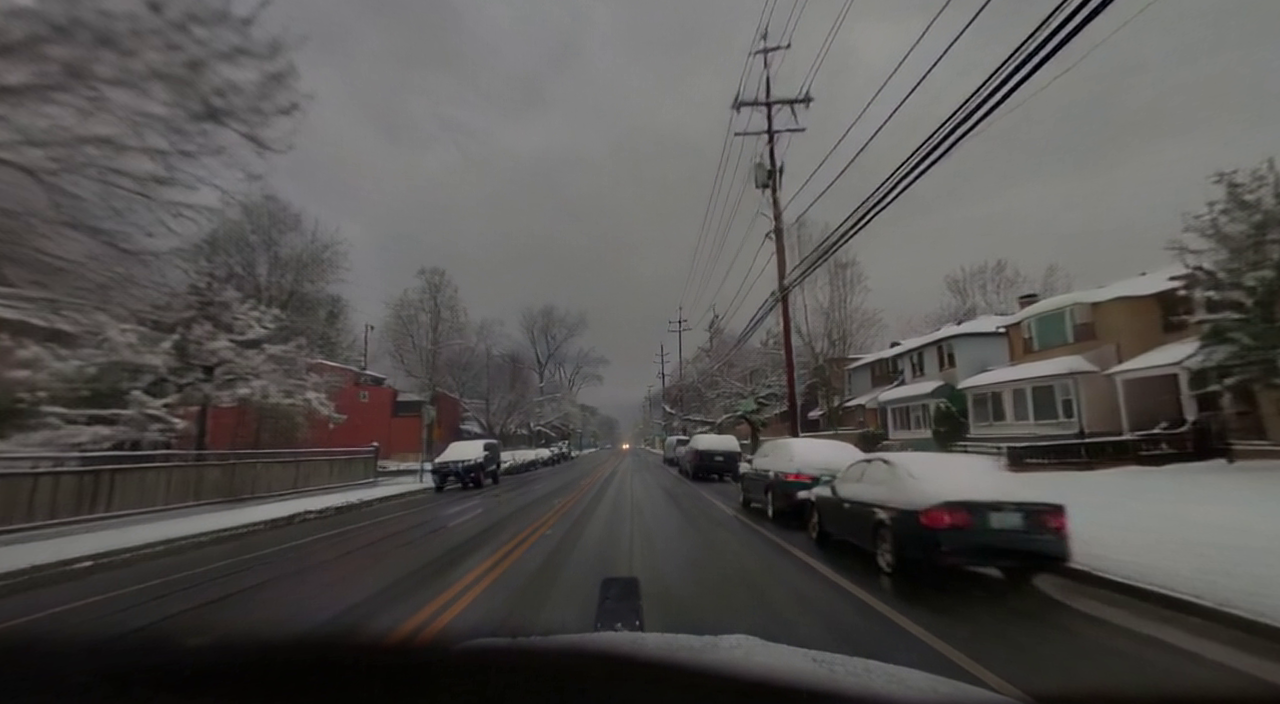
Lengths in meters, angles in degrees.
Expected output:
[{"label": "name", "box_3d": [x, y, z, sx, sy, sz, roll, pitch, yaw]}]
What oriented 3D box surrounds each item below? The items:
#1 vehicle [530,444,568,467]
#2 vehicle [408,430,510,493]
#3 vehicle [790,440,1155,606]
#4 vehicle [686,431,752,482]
[{"label": "vehicle", "box_3d": [-6.920, 7.938, 48.604, 2.084, 1.573, 4.599, -2, -7, 2]}, {"label": "vehicle", "box_3d": [-6.749, 4.092, 24.285, 2.451, 2.099, 5.112, -1, -7, -1]}, {"label": "vehicle", "box_3d": [3.347, 1.772, 7.589, 1.967, 1.382, 4.361, 0, -8, -1]}, {"label": "vehicle", "box_3d": [3.229, 4.402, 26.965, 2.065, 1.953, 5.359, 0, -8, -1]}]
